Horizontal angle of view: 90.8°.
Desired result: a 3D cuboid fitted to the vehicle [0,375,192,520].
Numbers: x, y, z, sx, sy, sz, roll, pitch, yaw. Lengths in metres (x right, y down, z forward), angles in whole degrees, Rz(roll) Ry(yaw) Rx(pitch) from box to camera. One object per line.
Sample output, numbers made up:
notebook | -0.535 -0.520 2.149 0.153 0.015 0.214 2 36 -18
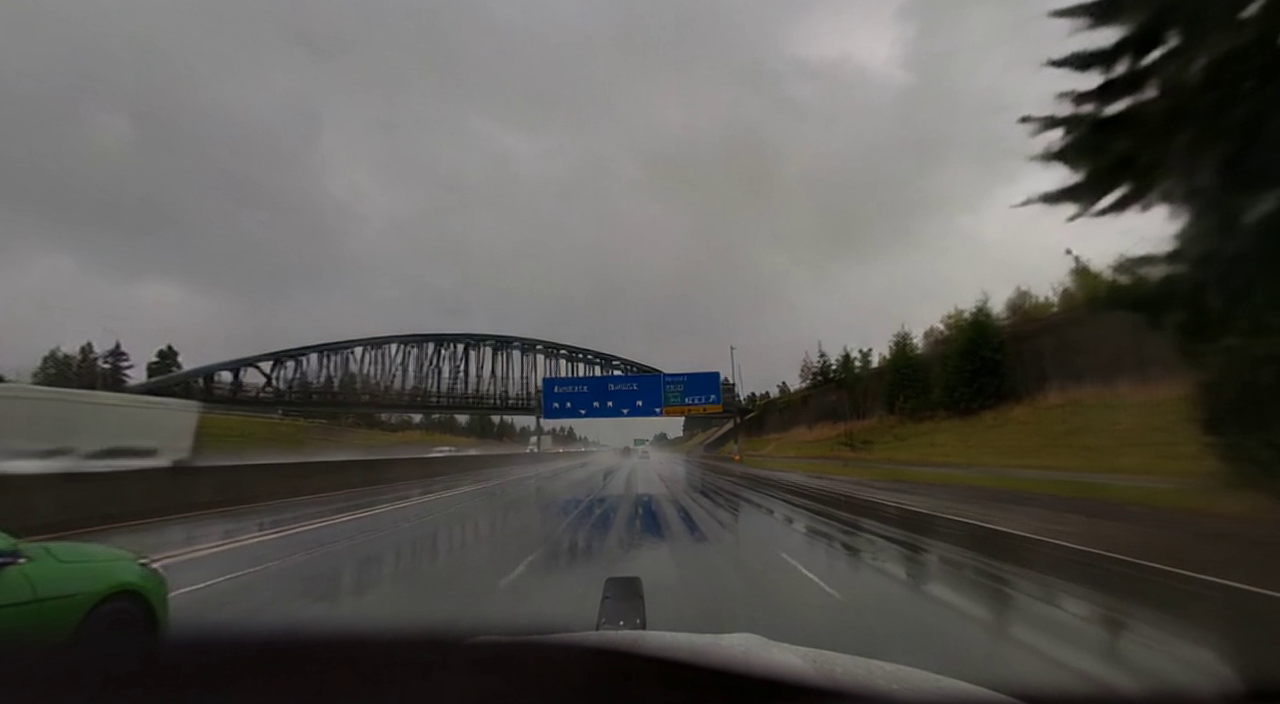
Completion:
vehicle | -18.758 2.900 19.082 2.915 3.862 10.009 0 -9 0

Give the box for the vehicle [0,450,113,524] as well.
vehicle | -15.000 3.044 14.401 1.944 1.603 4.591 0 -9 0
